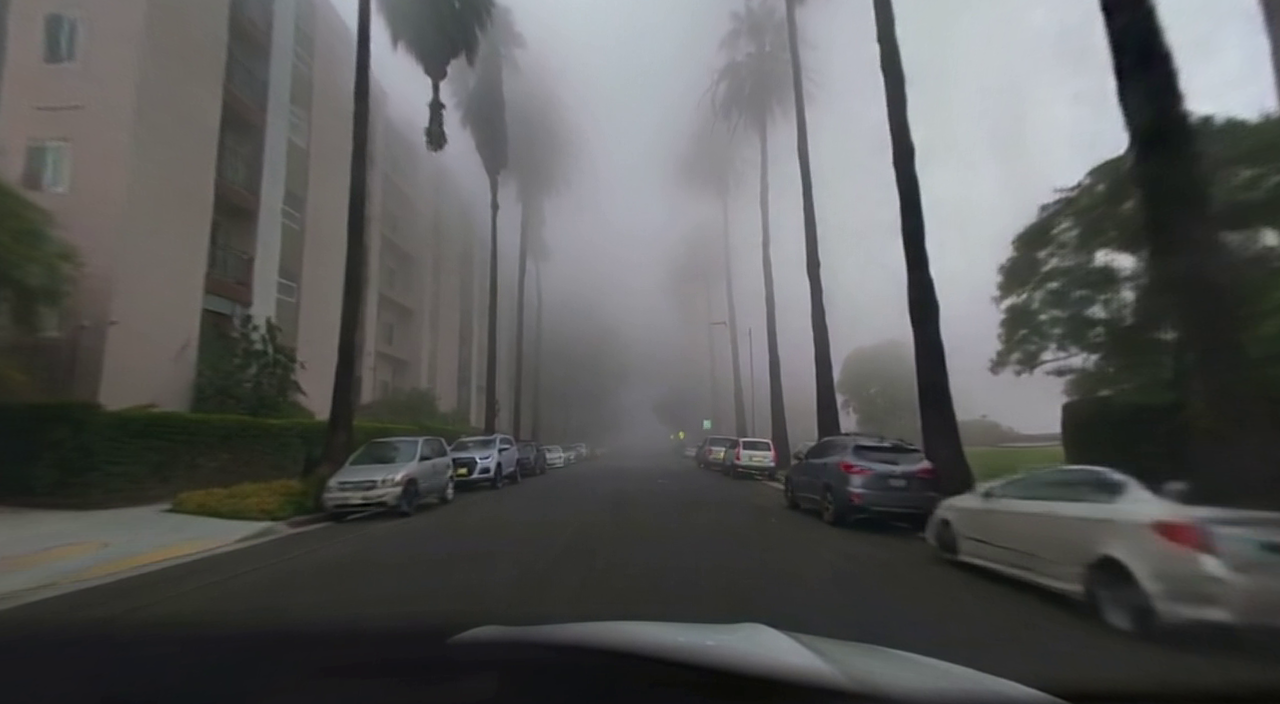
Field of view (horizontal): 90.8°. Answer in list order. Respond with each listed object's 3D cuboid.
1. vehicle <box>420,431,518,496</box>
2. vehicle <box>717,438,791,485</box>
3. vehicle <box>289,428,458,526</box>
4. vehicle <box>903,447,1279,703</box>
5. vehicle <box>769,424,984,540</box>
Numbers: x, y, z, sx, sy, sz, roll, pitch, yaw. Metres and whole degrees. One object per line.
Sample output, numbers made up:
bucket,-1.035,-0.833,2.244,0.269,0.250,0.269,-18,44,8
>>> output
vehicle,-5.533,3.634,21.106,2.087,1.896,4.554,0,-8,-1
vehicle,4.546,4.433,26.000,2.220,1.738,4.800,0,-8,0
vehicle,-5.742,2.713,14.349,1.947,1.806,4.413,2,-8,-1
vehicle,4.375,1.602,5.780,1.909,1.449,4.513,0,-8,-1
vehicle,4.212,2.401,12.401,2.201,1.787,5.007,0,-8,-1
